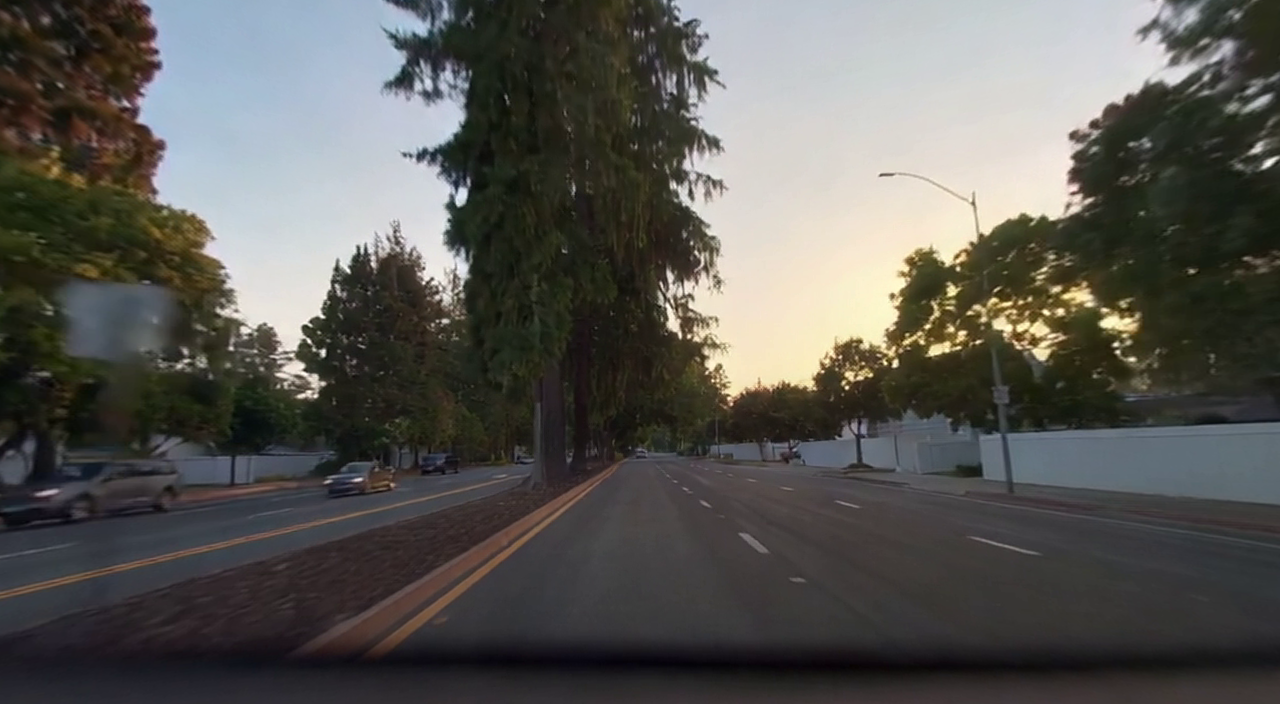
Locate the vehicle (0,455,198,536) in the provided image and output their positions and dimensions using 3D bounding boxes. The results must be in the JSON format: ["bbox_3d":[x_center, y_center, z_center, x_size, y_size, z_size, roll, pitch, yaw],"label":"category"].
[{"bbox_3d":[-14.137,3.544,16.308,2.012,1.653,4.706,0,-8,0],"label":"vehicle"}]

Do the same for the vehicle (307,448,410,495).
[{"bbox_3d":[-10.630,4.521,24.265,2.011,1.553,4.390,0,-8,-2],"label":"vehicle"}]

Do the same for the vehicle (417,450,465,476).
[{"bbox_3d":[-14.490,8.080,46.265,1.919,1.700,4.685,0,-8,1],"label":"vehicle"}]
